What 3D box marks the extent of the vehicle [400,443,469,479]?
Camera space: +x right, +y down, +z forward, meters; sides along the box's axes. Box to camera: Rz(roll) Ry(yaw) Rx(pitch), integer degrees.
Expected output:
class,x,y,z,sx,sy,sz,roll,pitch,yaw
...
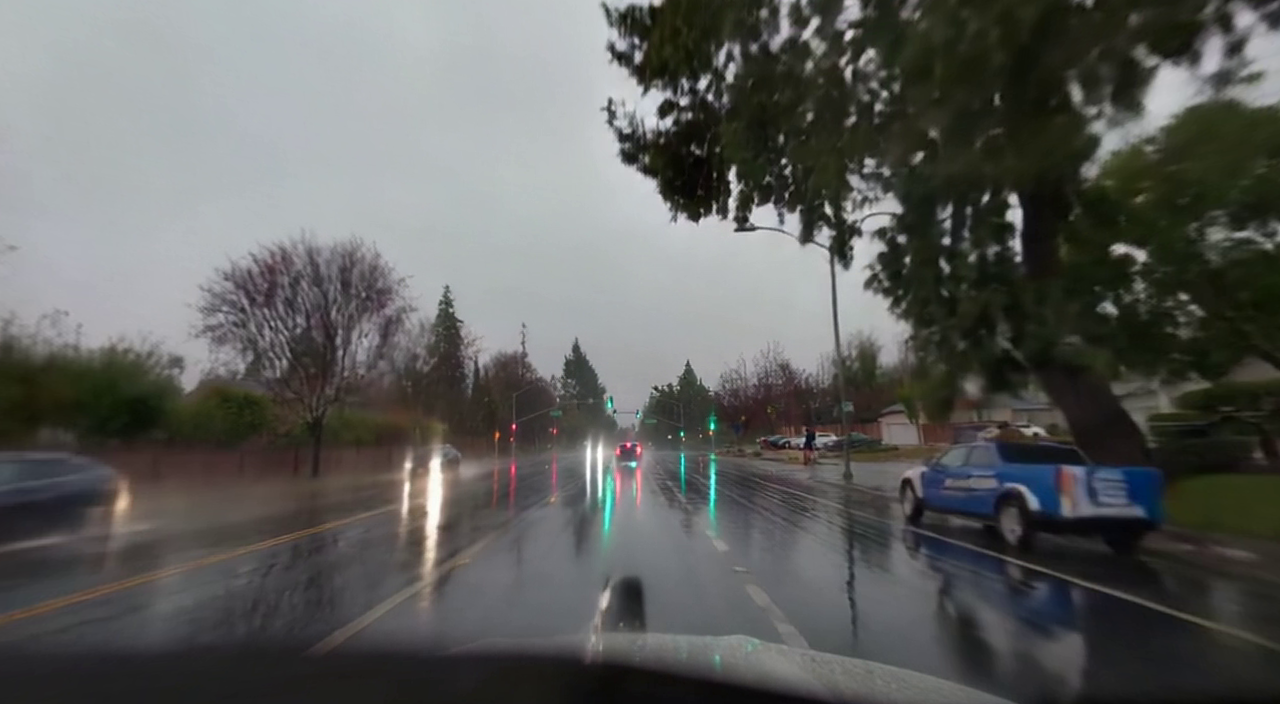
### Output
class,x,y,z,sx,sy,sz,roll,pitch,yaw
vehicle,-9.969,5.316,31.043,1.945,1.629,4.197,0,-9,0

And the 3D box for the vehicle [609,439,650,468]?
class,x,y,z,sx,sy,sz,roll,pitch,yaw
vehicle,-0.585,5.545,34.501,2.104,1.462,3.991,0,-9,-1

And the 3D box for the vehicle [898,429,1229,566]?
class,x,y,z,sx,sy,sz,roll,pitch,yaw
vehicle,5.767,1.999,9.427,1.926,1.555,4.106,0,-9,-3

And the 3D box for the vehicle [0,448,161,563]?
class,x,y,z,sx,sy,sz,roll,pitch,yaw
vehicle,-9.718,2.203,9.289,1.992,1.547,4.292,0,-9,0
